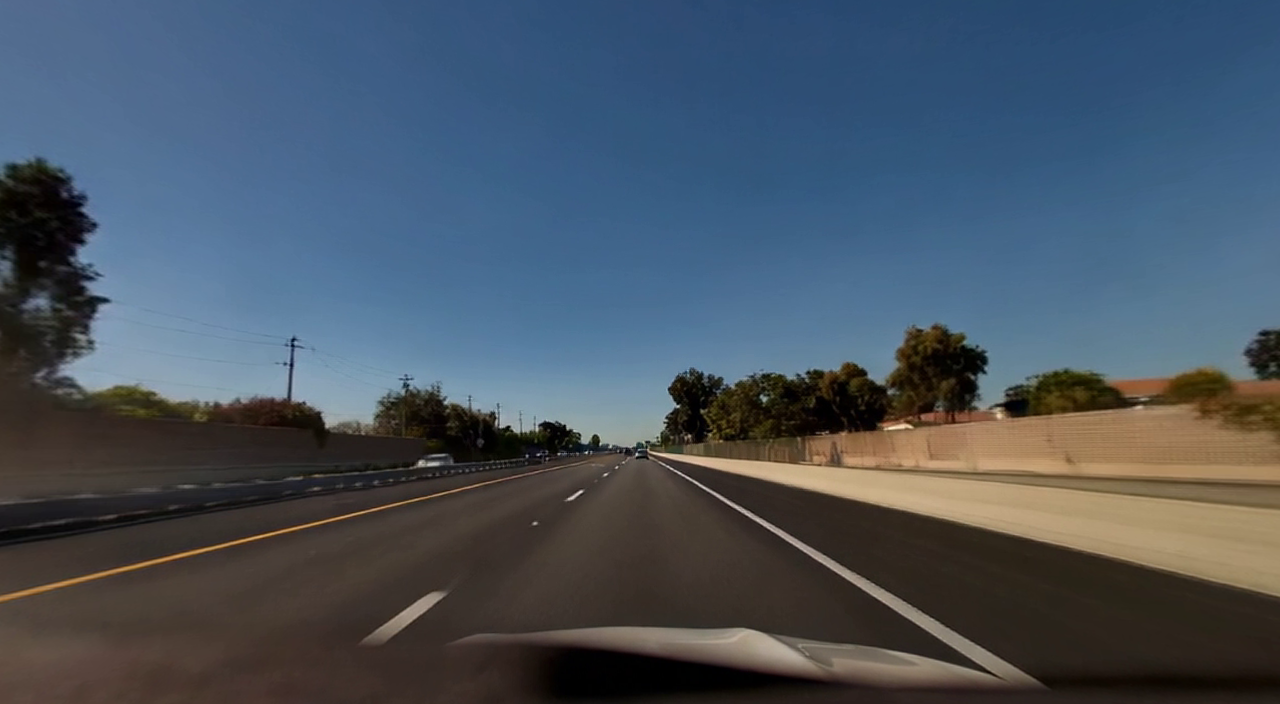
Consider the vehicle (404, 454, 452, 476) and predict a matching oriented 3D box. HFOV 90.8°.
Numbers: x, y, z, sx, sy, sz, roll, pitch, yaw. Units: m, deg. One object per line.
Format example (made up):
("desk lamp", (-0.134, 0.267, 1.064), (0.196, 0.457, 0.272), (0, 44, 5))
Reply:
("vehicle", (-14.999, 8.003, 44.917), (1.936, 1.494, 4.515), (0, -9, -1))
